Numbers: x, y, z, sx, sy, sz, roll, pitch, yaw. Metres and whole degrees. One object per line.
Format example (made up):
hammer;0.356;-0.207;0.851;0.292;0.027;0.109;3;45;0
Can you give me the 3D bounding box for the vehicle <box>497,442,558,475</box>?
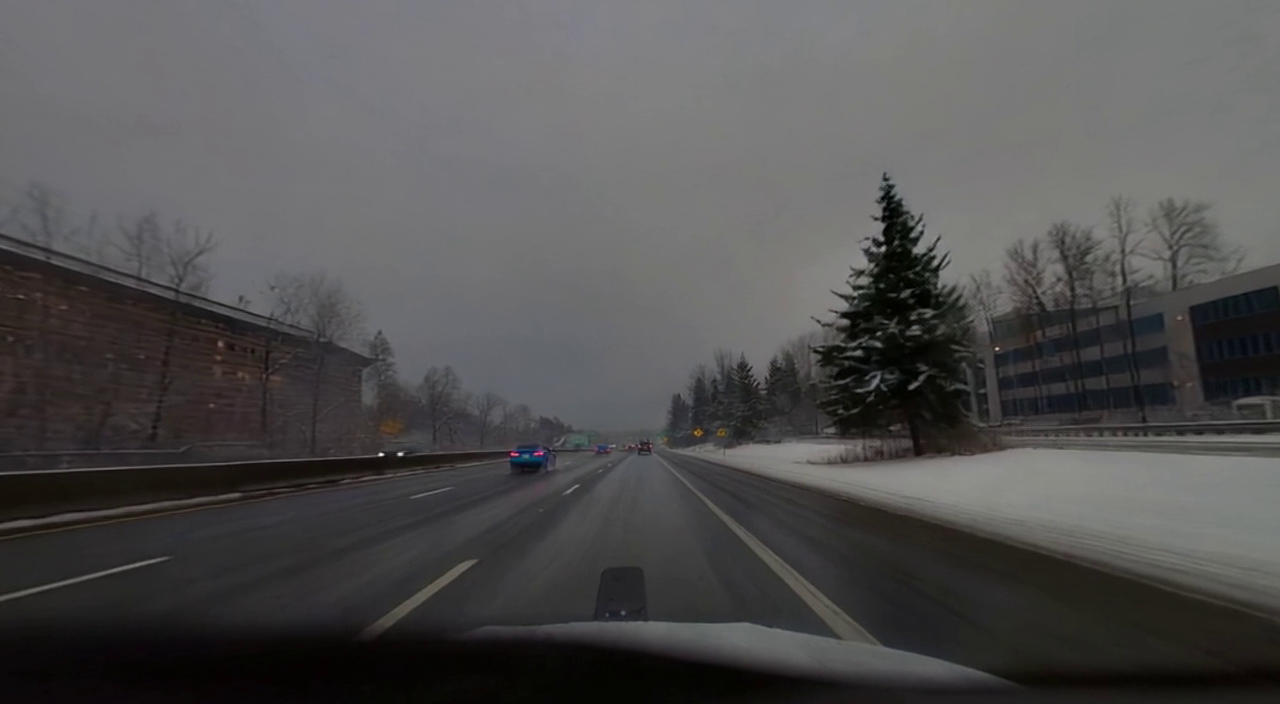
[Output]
vehicle;-5.375;5.142;30.726;2.083;1.471;4.350;0;-8;1
